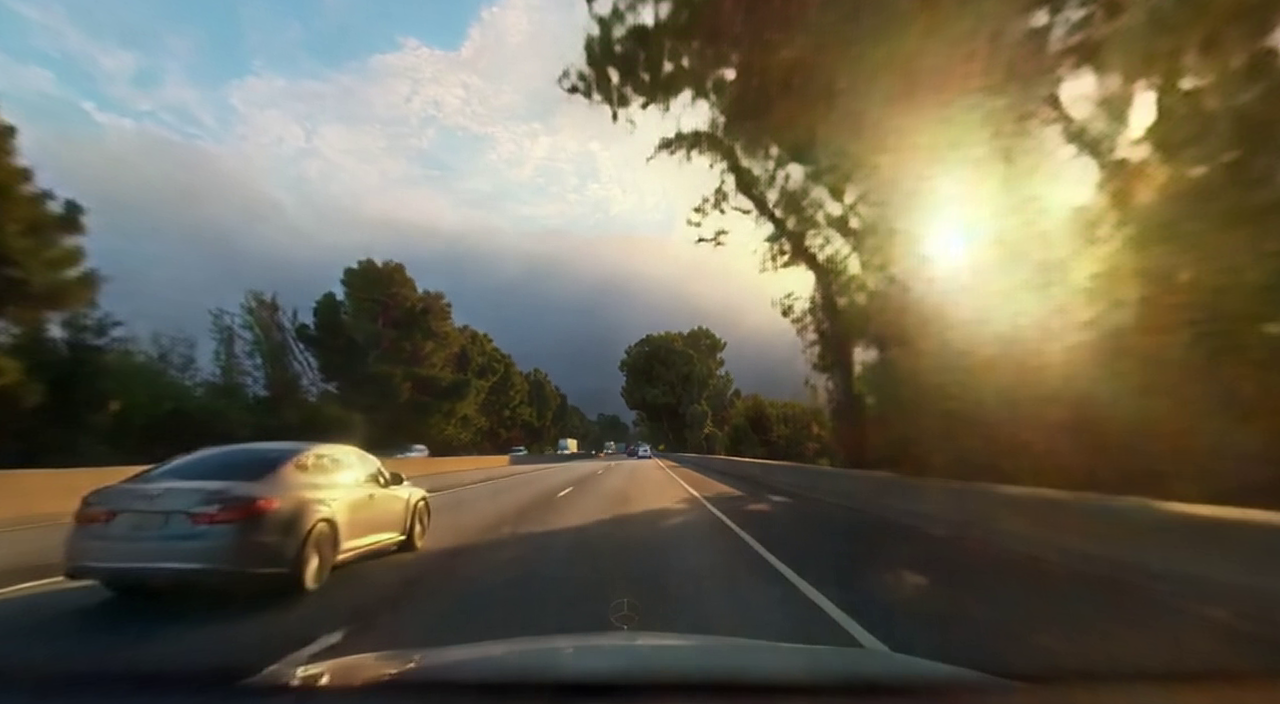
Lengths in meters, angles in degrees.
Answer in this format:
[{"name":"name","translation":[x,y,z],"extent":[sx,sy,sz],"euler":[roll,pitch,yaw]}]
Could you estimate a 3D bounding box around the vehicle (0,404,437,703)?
[{"name":"vehicle","translation":[-3.435,1.349,5.116],"extent":[1.969,1.505,4.636],"euler":[0,-9,1]}]
